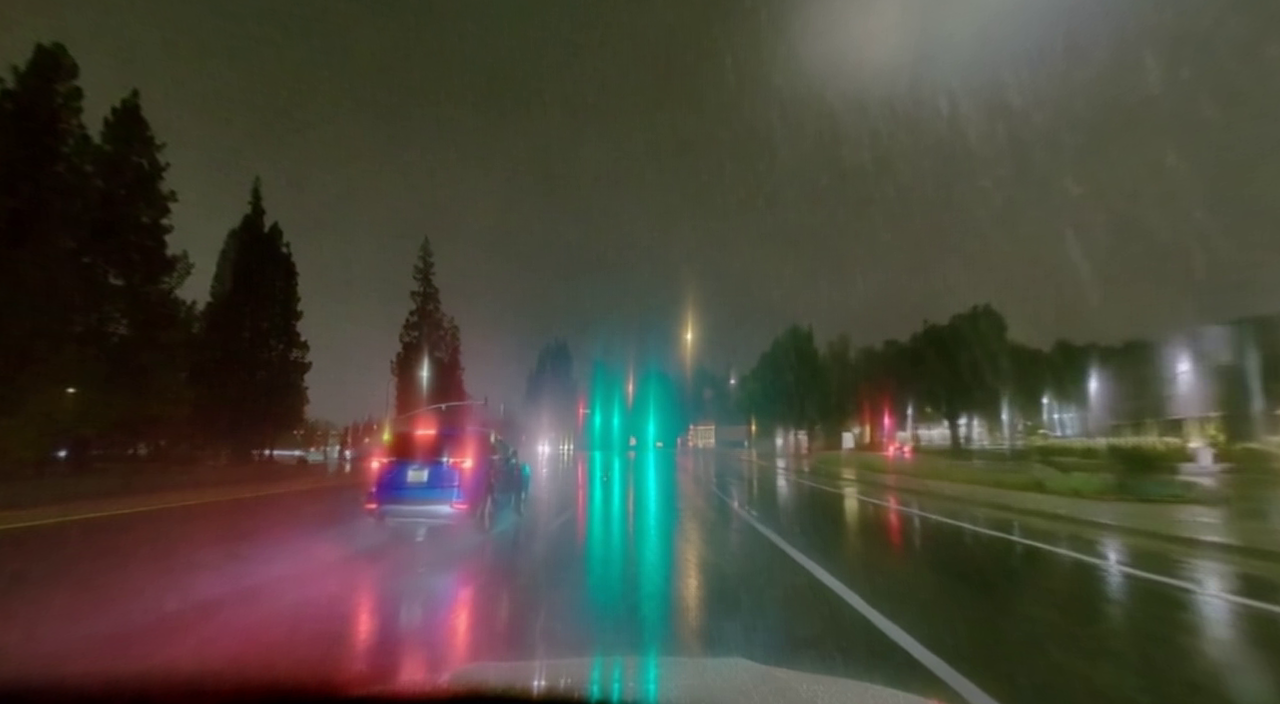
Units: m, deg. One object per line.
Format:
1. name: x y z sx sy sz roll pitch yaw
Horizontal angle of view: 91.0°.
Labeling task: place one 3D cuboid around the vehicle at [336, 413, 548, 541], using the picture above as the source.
1. vehicle: -3.017 2.023 10.836 2.033 1.713 4.503 0 -8 2
